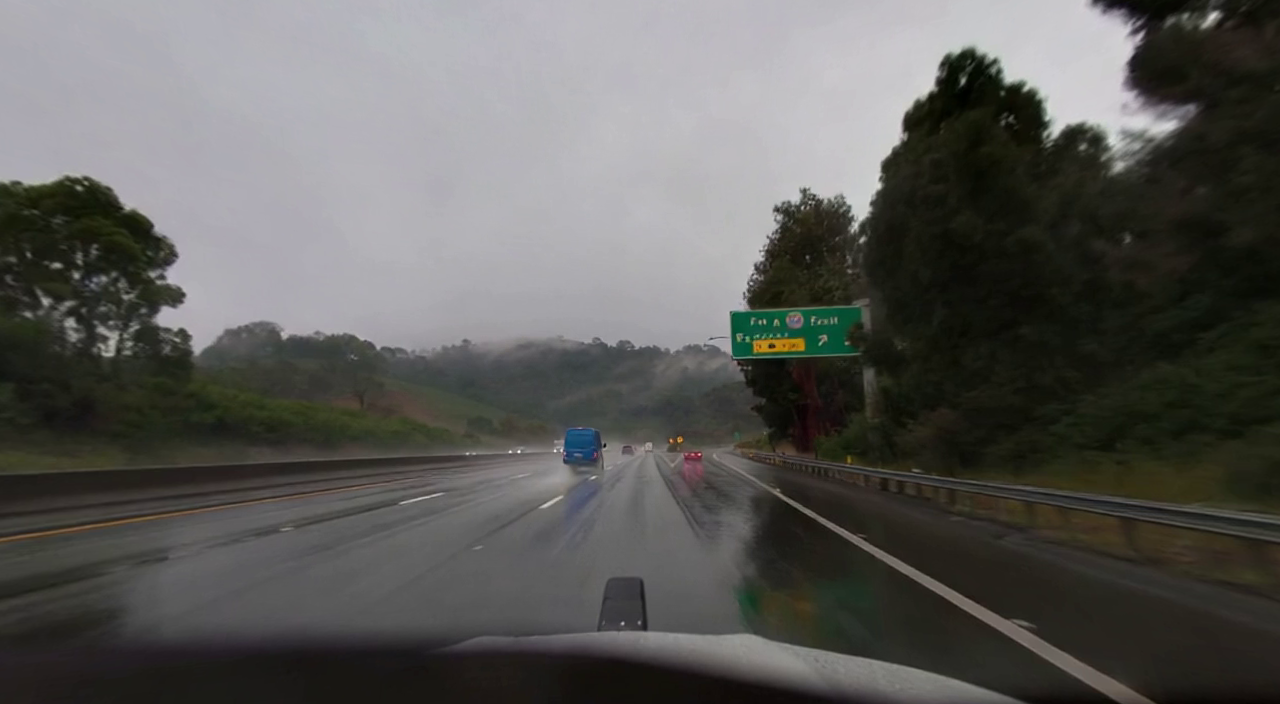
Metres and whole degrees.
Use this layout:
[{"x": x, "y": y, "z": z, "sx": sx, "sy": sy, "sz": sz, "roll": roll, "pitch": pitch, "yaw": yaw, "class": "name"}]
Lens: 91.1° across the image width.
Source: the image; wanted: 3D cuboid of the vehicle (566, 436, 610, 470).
[{"x": -3.000, "y": 5.938, "z": 37.100, "sx": 2.169, "sy": 1.849, "sz": 4.639, "roll": 0, "pitch": -8, "yaw": 0, "class": "vehicle"}]
